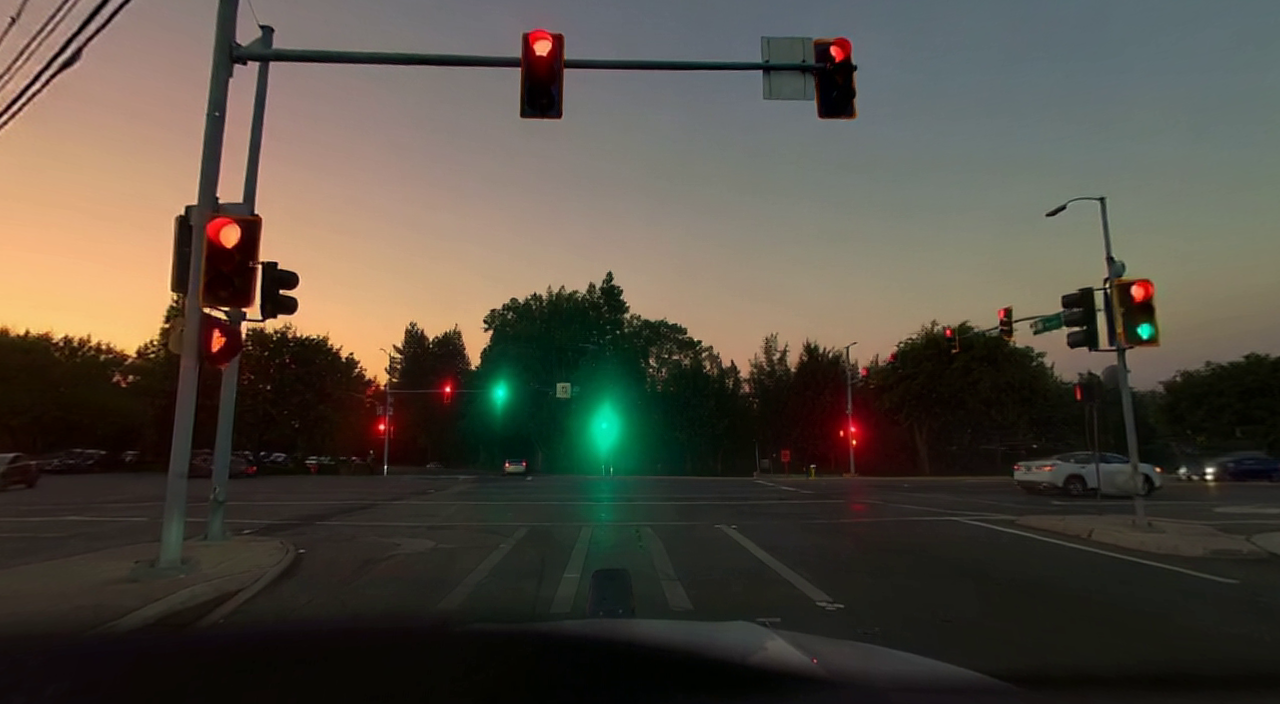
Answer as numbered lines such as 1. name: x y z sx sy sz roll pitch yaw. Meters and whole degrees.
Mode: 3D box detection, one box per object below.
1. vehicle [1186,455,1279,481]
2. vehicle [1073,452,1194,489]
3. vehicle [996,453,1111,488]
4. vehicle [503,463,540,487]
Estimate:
1. vehicle: 36.195 6.991 37.960 4.555 1.474 1.914 -1 -9 5
2. vehicle: 22.718 5.453 29.109 3.998 1.590 1.936 1 -11 -6
3. vehicle: 21.221 6.116 32.461 4.455 1.647 2.124 1 -12 -6
4. vehicle: -8.951 9.294 47.798 2.045 1.608 3.709 0 -8 1
